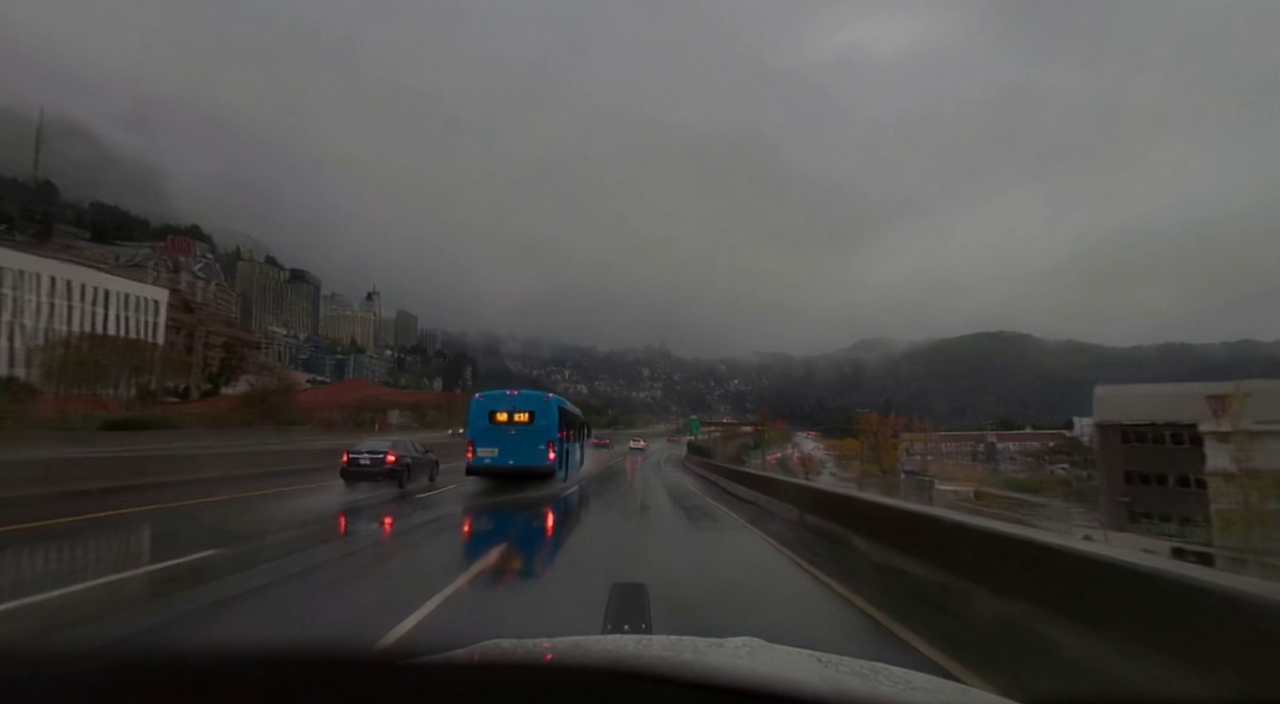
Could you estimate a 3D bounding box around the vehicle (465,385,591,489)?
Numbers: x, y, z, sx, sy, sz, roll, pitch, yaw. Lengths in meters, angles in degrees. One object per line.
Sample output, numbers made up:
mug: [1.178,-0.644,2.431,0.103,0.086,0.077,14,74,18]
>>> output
vehicle: [-3.511,3.103,22.174,2.888,2.944,8.373,0,-9,0]

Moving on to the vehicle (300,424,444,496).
vehicle: [-7.091,2.926,17.310,1.993,1.690,4.450,0,-9,0]
